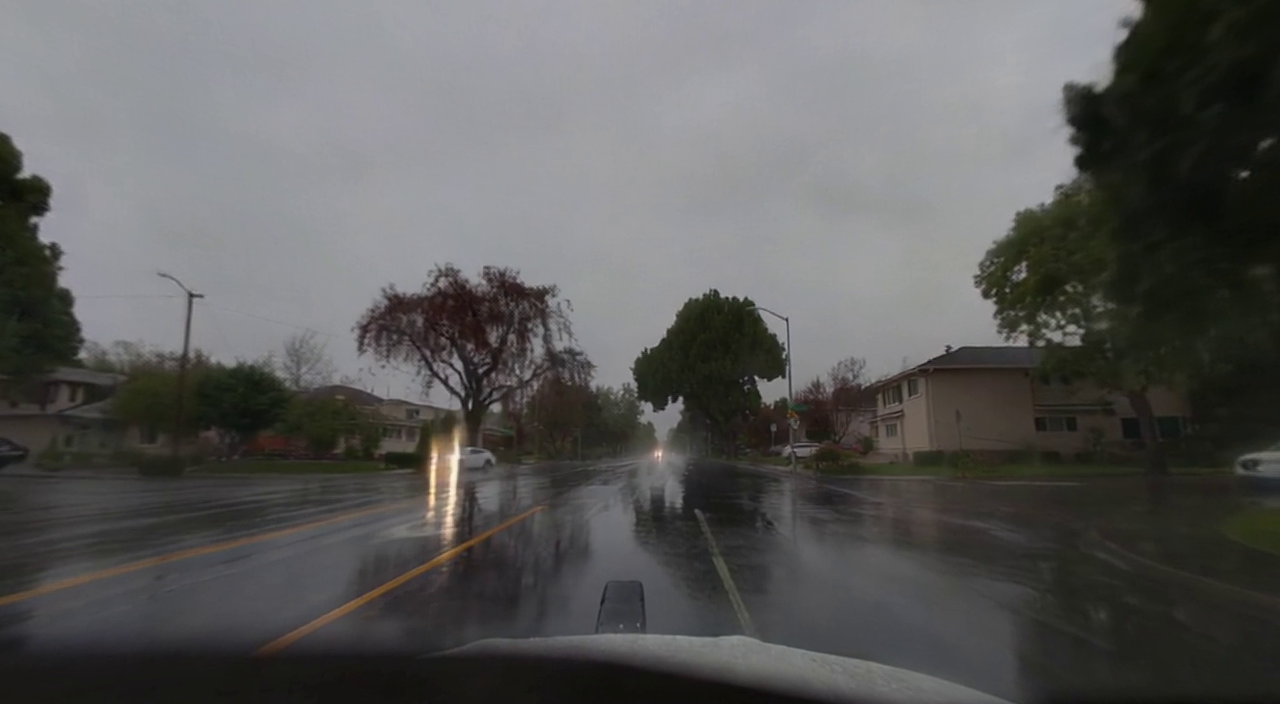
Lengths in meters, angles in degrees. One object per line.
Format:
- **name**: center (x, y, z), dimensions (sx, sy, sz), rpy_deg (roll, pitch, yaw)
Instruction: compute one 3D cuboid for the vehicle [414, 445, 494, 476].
- **vehicle**: center (-10.510, 6.126, 36.072), dimensions (2.064, 1.596, 4.716), rpy_deg (-3, -9, 17)
